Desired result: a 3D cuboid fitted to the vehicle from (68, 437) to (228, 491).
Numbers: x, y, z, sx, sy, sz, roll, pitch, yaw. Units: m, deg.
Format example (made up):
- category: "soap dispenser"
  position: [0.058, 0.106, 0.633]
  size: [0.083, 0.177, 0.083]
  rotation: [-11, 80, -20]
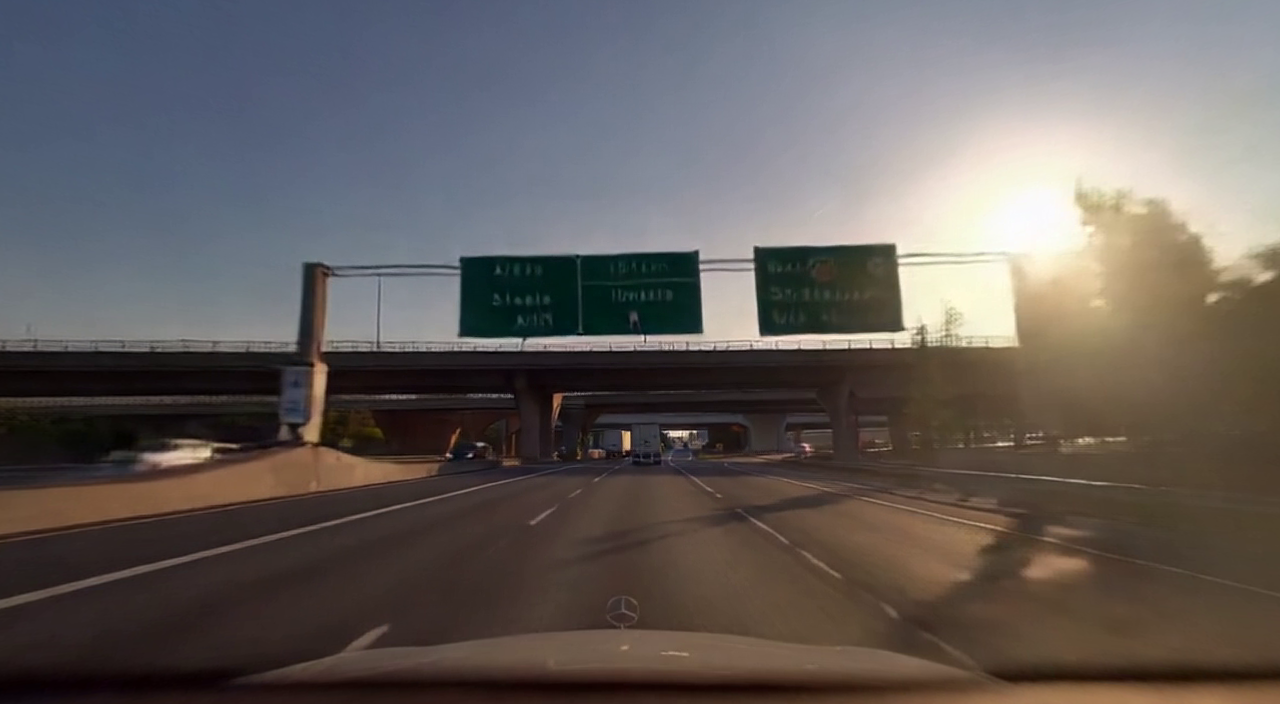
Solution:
- category: "vehicle"
  position: [-22.833, 5.232, 29.779]
  size: [2.376, 2.238, 6.235]
  rotation: [-1, -9, 1]
